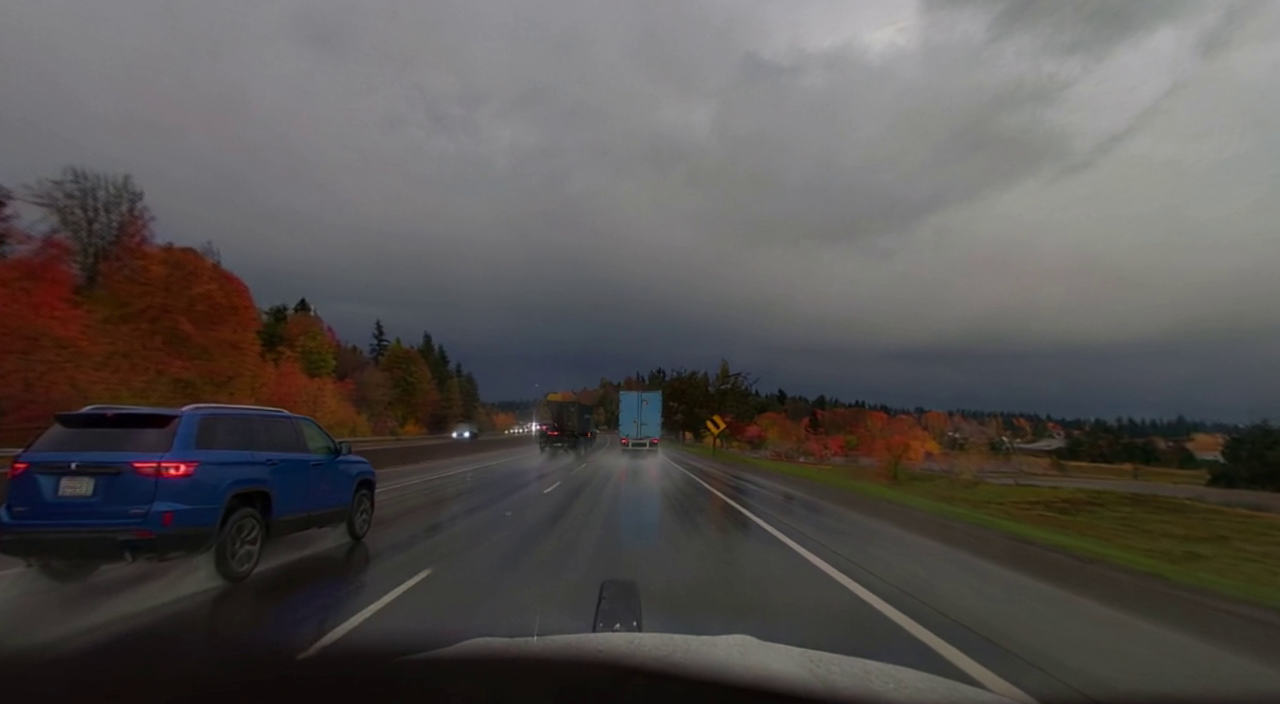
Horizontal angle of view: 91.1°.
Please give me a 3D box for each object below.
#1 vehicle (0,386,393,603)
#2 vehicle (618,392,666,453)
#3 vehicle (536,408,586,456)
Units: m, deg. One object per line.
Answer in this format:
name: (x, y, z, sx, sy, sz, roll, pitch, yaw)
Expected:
vehicle: (-4.768, 1.403, 7.181, 2.089, 1.669, 4.515, 0, -8, 0)
vehicle: (-0.018, 5.163, 45.157, 3.078, 3.955, 8.774, 0, -8, -2)
vehicle: (-4.852, 5.033, 39.453, 2.383, 2.726, 5.677, 0, -8, 0)
